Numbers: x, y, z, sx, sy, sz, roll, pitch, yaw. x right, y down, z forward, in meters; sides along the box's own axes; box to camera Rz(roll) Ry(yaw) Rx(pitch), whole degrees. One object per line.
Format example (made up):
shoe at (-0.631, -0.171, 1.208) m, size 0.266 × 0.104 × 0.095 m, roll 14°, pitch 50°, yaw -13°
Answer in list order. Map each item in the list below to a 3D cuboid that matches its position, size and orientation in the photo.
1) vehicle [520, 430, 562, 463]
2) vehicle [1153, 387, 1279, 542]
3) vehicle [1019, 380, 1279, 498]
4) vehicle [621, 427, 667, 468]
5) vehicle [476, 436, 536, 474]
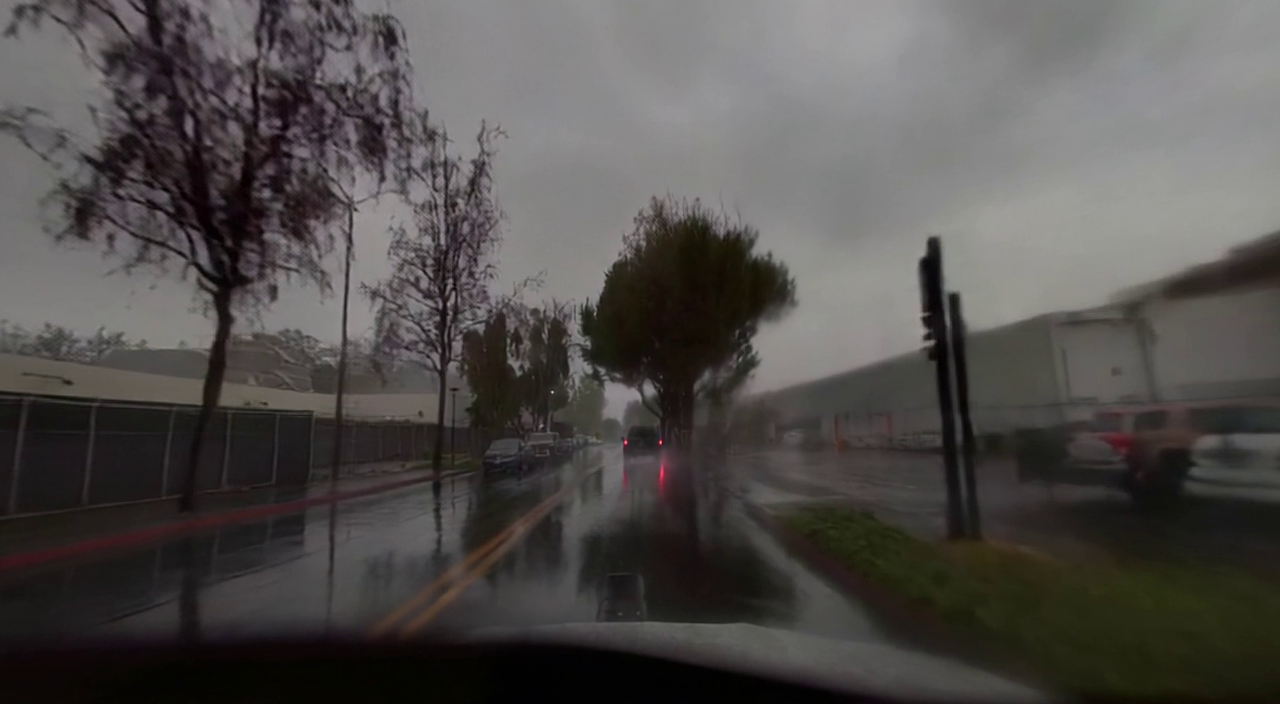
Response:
vehicle at (-6.668, 6.471, 43.097) m, size 2.005 × 1.989 × 4.929 m, roll -3°, pitch -9°, yaw 0°
vehicle at (8.629, 1.047, 6.629) m, size 4.616 × 1.500 × 1.963 m, roll -4°, pitch -11°, yaw -1°
vehicle at (9.586, 1.469, 10.713) m, size 4.910 × 1.786 × 2.124 m, roll 0°, pitch -8°, yaw -2°
vehicle at (0.173, 4.737, 31.558) m, size 2.152 × 1.874 × 4.042 m, roll 0°, pitch -8°, yaw 0°
vehicle at (-6.119, 4.753, 29.144) m, size 1.938 × 1.500 × 4.130 m, roll -3°, pitch -10°, yaw -2°
